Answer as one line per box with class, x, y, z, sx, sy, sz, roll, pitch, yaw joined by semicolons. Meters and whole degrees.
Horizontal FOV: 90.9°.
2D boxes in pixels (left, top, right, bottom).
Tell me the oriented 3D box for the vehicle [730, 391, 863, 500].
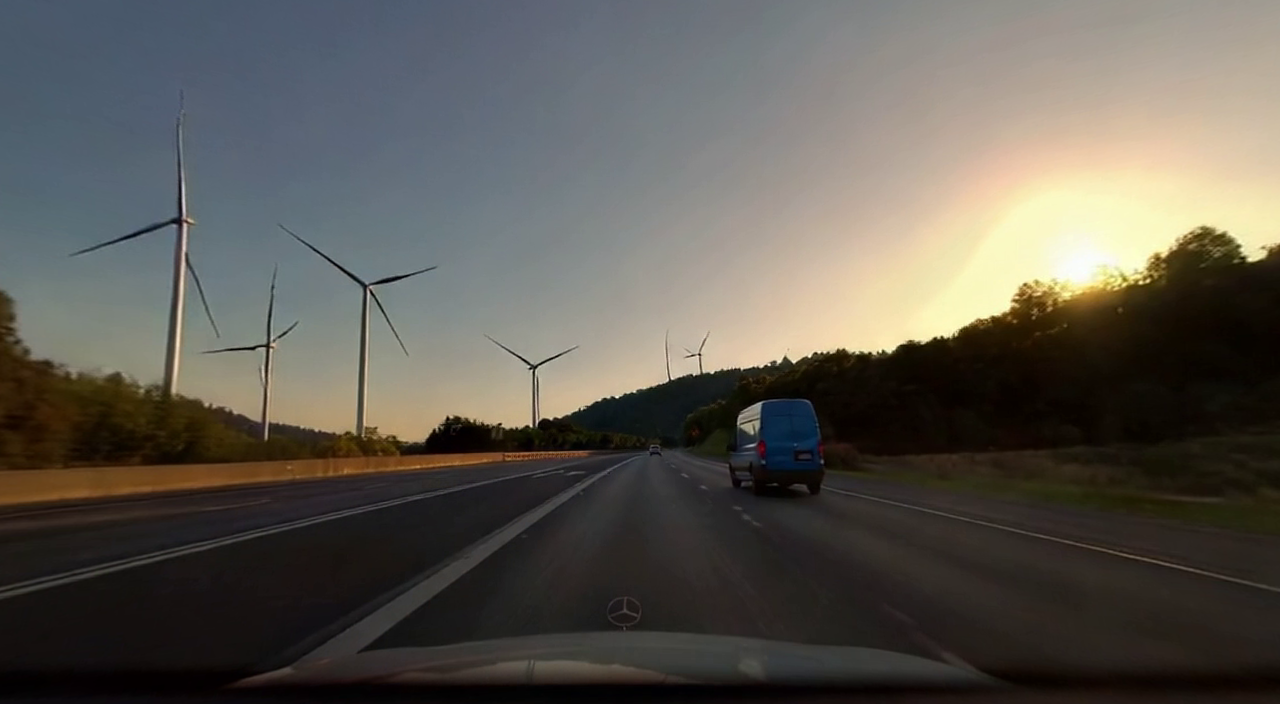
vehicle;4.372;2.789;18.788;2.437;2.735;5.507;0;-9;-1
